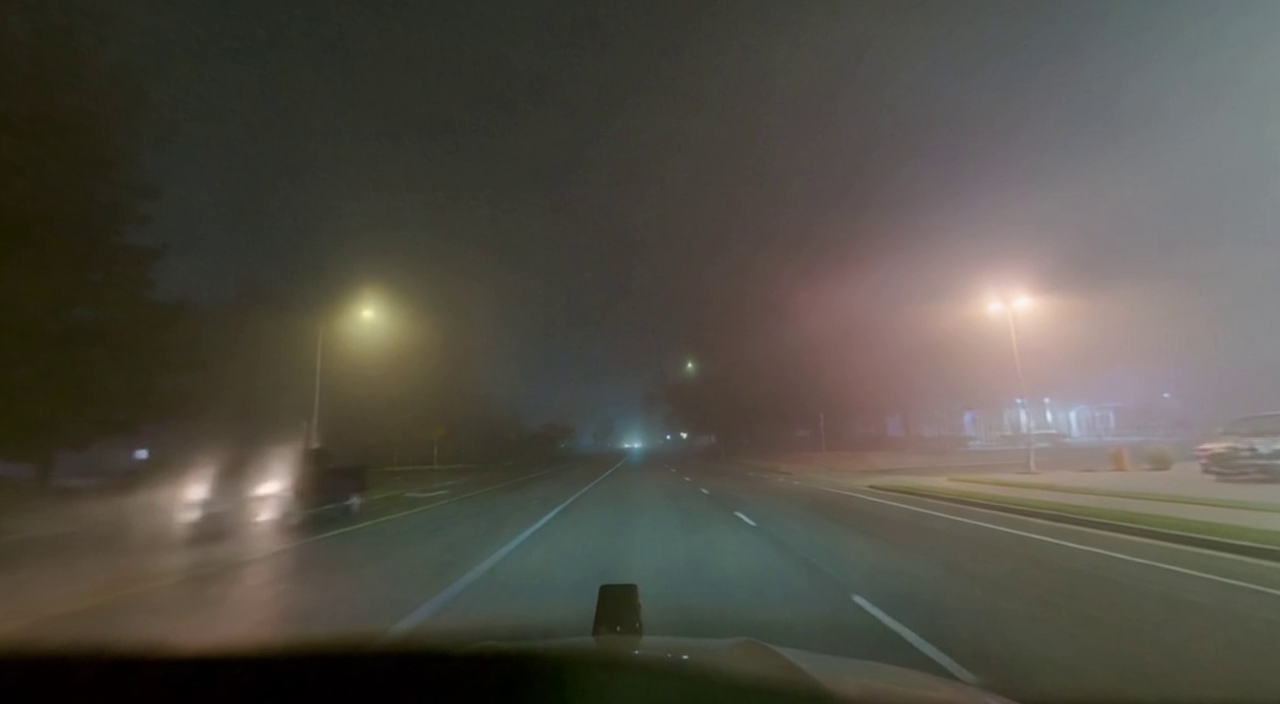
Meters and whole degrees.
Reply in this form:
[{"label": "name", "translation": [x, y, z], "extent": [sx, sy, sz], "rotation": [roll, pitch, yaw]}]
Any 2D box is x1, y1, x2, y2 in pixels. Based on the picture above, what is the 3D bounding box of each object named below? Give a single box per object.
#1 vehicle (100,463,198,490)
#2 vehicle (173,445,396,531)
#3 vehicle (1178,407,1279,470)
[{"label": "vehicle", "translation": [-29.028, 7.362, 37.449], "extent": [4.279, 1.437, 1.872], "rotation": [-1, -8, 3]}, {"label": "vehicle", "translation": [-7.190, 2.749, 13.499], "extent": [2.079, 1.489, 4.515], "rotation": [0, -8, 1]}, {"label": "vehicle", "translation": [16.541, 2.143, 15.696], "extent": [4.506, 1.461, 1.955], "rotation": [0, -8, -1]}]
